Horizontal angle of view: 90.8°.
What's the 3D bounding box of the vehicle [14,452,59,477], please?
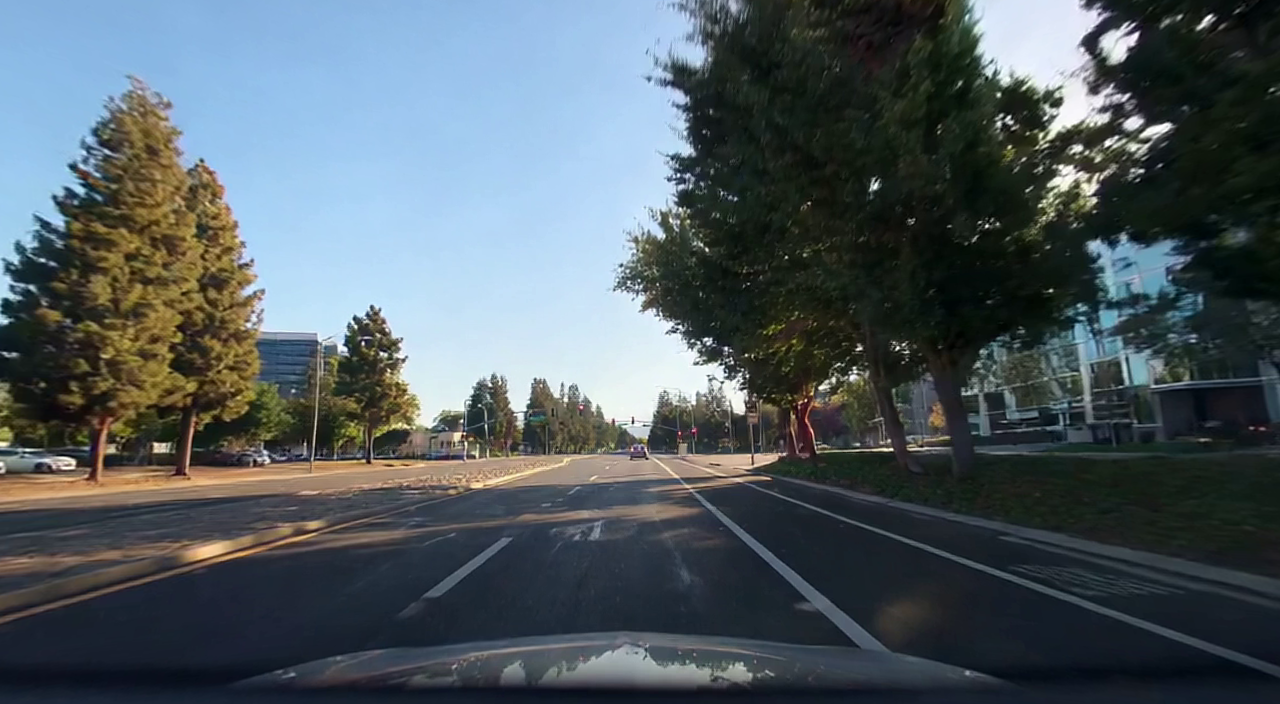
[{"bbox_3d":[-38.057,7.087,39.898,1.804,1.456,3.750,5,-11,-41],"label":"vehicle"}]
